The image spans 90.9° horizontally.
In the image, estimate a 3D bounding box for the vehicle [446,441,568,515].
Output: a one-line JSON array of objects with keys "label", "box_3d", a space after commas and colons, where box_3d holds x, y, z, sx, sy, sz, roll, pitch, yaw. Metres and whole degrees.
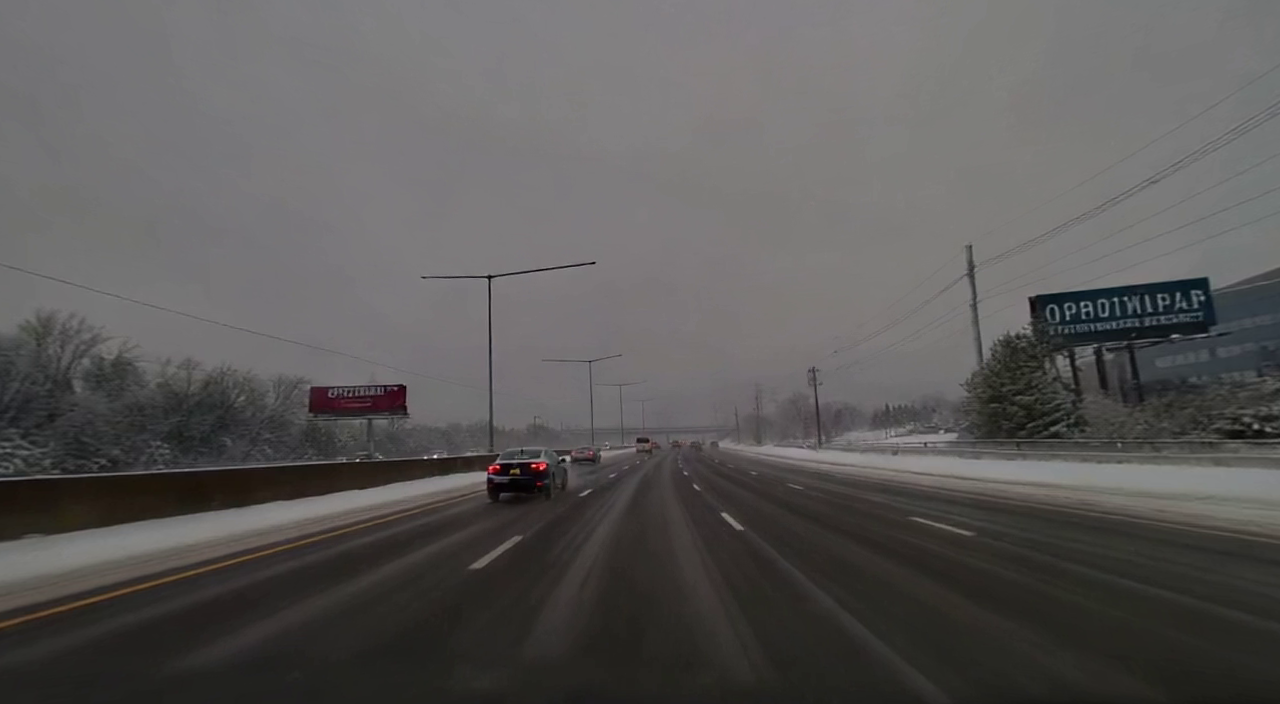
[{"label": "vehicle", "box_3d": [-2.898, 2.824, 14.661, 1.891, 1.444, 3.968, 0, -8, 1]}]
